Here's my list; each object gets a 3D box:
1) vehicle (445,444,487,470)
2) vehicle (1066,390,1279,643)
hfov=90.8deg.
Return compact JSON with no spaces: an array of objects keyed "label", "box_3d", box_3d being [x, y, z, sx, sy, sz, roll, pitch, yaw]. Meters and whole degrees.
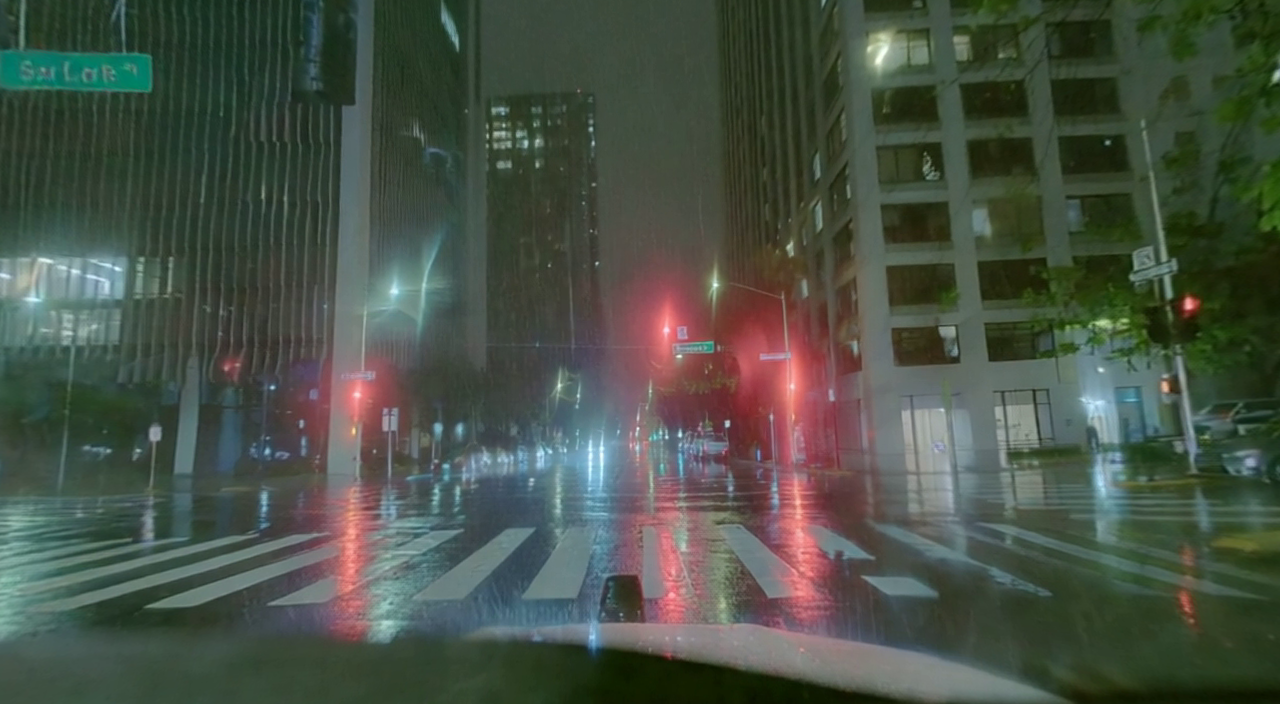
[{"label":"vehicle","box_3d":[-12.428,7.504,45.385,1.935,1.639,4.244,-3,-8,-2]},{"label":"vehicle","box_3d":[5.654,1.135,4.240,2.070,1.804,4.881,0,-8,-1]}]
